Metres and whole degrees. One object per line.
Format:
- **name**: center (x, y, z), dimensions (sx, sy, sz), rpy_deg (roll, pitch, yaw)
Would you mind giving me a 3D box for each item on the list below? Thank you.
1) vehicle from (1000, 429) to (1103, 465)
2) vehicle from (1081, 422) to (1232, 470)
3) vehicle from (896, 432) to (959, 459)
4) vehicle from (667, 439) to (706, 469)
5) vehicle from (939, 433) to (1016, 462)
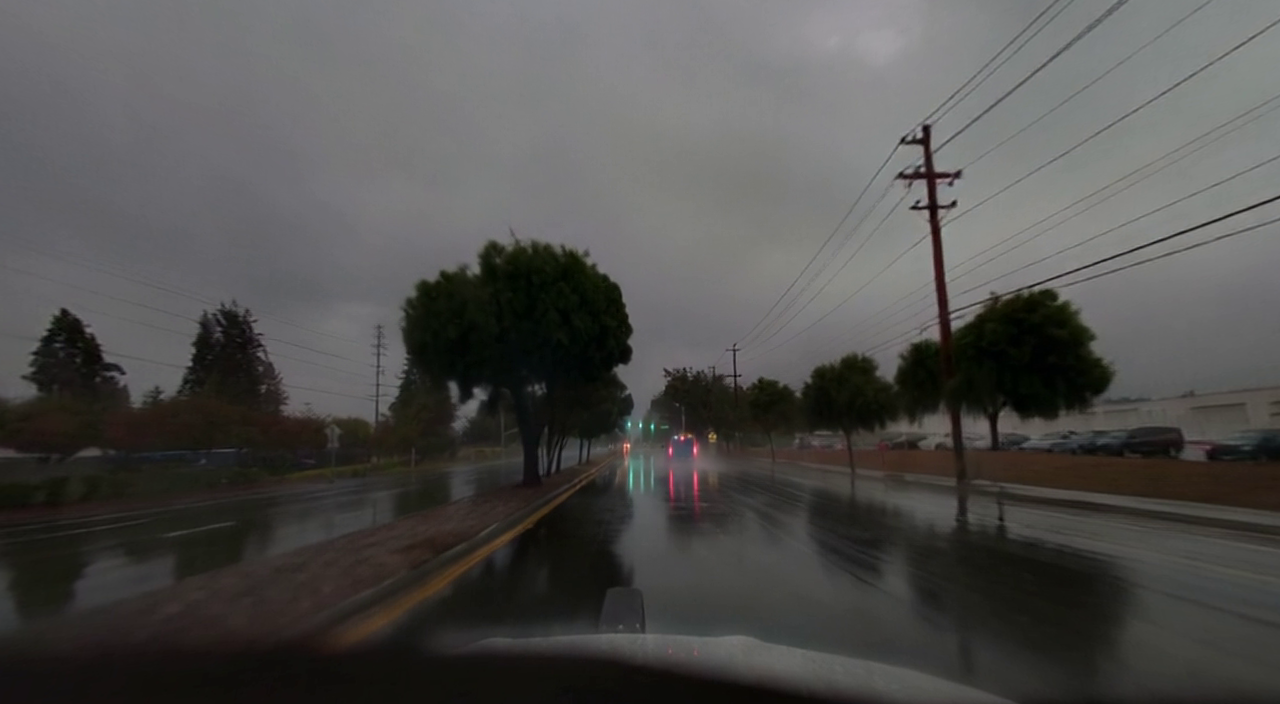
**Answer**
- **vehicle**: center (20.260, 4.724, 31.360), dimensions (1.896, 1.656, 4.653), rpy_deg (0, -9, -1)
- **vehicle**: center (20.266, 3.742, 25.131), dimensions (1.983, 1.730, 4.563), rpy_deg (0, -9, -2)
- **vehicle**: center (19.889, 6.517, 43.956), dimensions (1.941, 1.784, 4.967), rpy_deg (0, -9, -1)
- **vehicle**: center (2.949, 6.592, 41.077), dimensions (2.086, 1.803, 4.607), rpy_deg (0, -9, -1)
- **vehicle**: center (20.084, 5.732, 37.893), dimensions (2.021, 1.640, 4.620), rpy_deg (-1, -9, 0)
